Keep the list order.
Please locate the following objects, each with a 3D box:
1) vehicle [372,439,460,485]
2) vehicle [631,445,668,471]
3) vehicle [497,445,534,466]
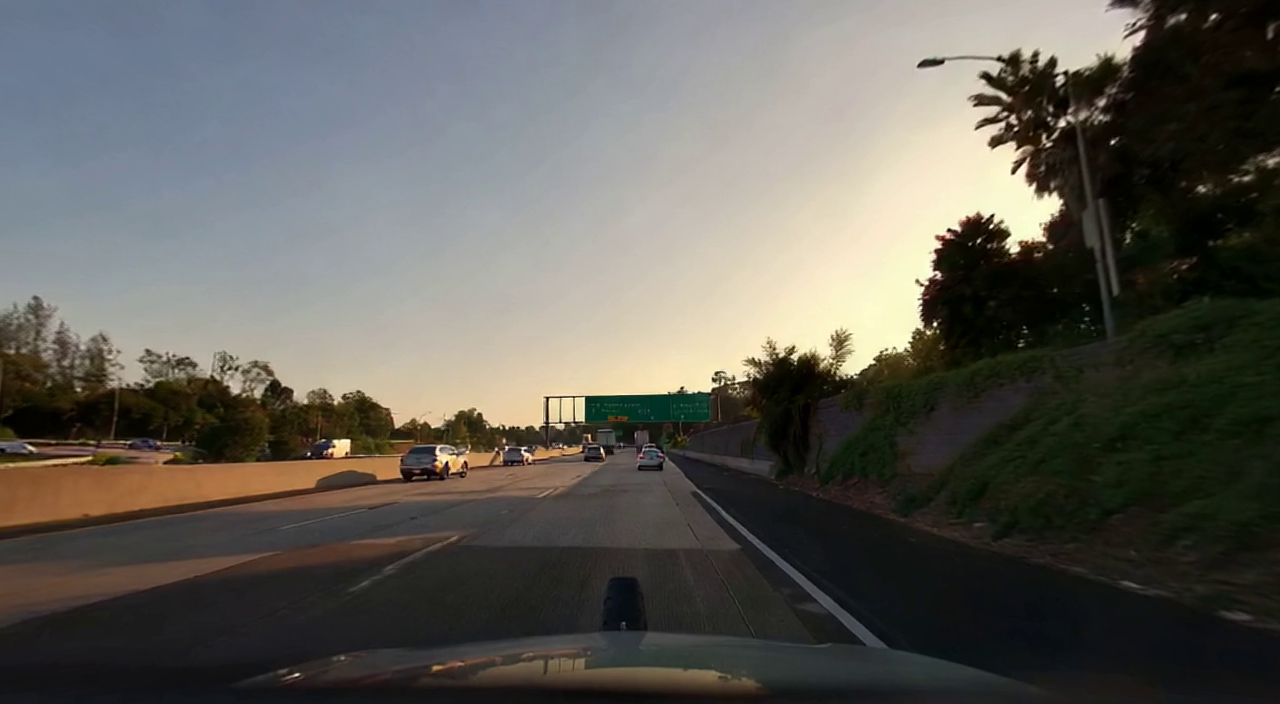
[{"bbox_3d":[-8.453,4.160,24.237,1.954,1.605,4.023,0,-8,-1],"label":"vehicle"},{"bbox_3d":[0.619,6.435,38.641,2.137,1.461,3.999,-1,-8,1],"label":"vehicle"},{"bbox_3d":[-8.920,7.416,45.507,1.865,1.413,4.178,0,-8,0],"label":"vehicle"}]
